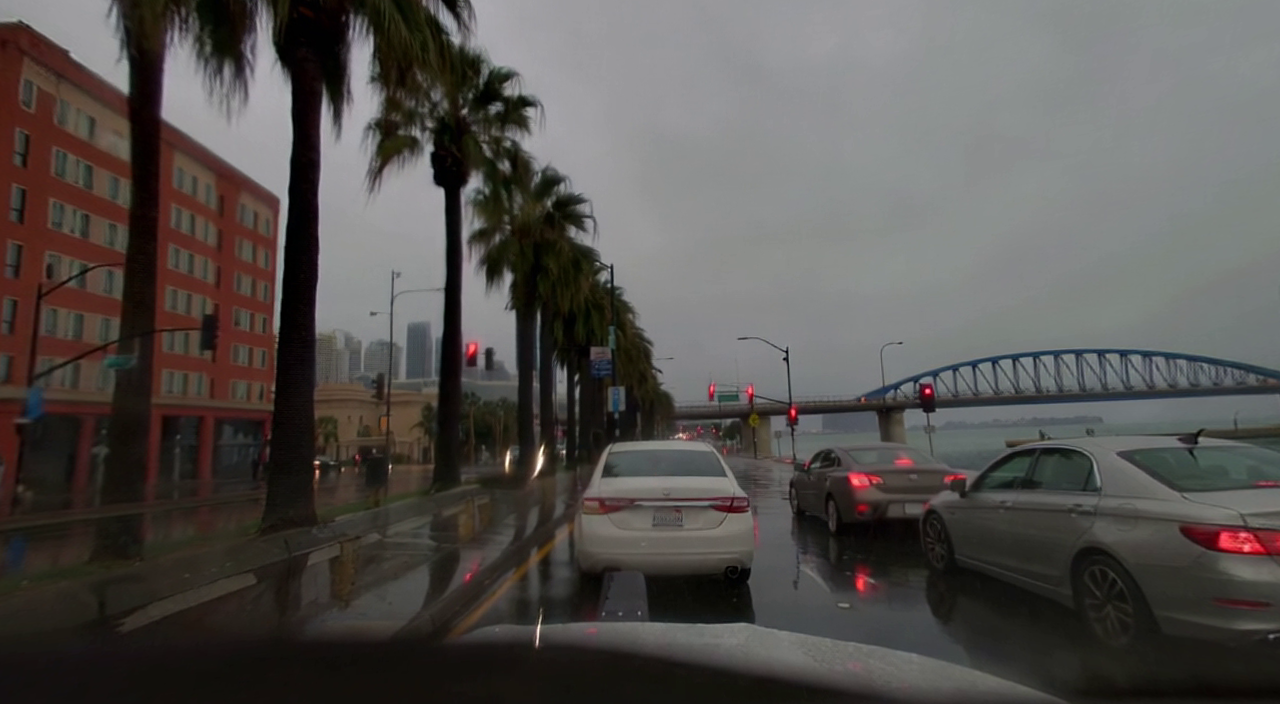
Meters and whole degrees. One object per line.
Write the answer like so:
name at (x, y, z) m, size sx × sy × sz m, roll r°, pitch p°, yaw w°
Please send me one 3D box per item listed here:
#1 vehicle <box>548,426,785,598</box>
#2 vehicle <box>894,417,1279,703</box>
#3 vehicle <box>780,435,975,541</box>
vehicle at (0.262, 1.705, 7.499) m, size 2.093 × 1.503 × 3.681 m, roll 0°, pitch -9°, yaw 1°
vehicle at (3.915, 1.364, 5.089) m, size 1.913 × 1.469 × 4.425 m, roll 0°, pitch -9°, yaw 0°
vehicle at (3.888, 2.290, 11.302) m, size 1.920 × 1.490 × 4.417 m, roll -1°, pitch -9°, yaw 2°
